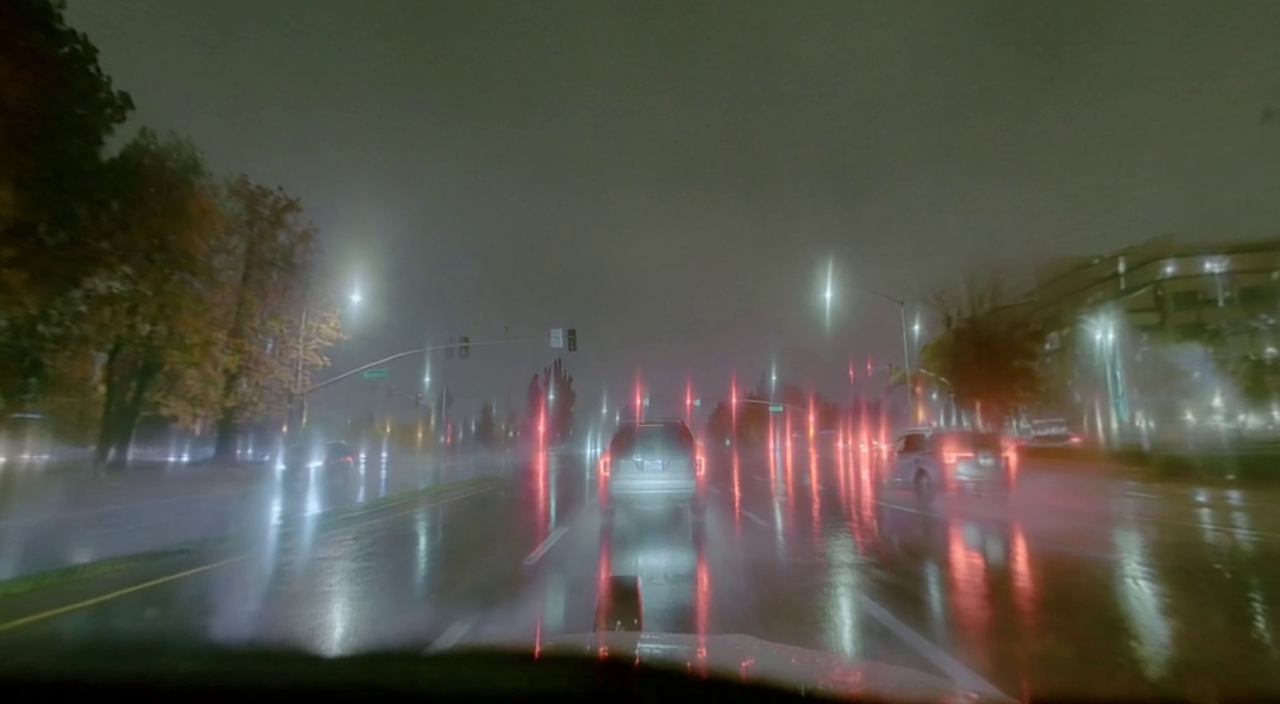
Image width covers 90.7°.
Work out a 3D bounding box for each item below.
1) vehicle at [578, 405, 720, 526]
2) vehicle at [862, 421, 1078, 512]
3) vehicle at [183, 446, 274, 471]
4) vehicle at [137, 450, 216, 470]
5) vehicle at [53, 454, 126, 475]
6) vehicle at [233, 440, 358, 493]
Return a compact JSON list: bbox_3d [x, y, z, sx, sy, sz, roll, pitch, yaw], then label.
[{"bbox_3d":[0.207,2.187,12.611,2.267,1.926,4.708,0,-9,2],"label":"vehicle"},{"bbox_3d":[7.043,2.510,14.248,2.447,1.707,4.396,0,-9,0],"label":"vehicle"},{"bbox_3d":[-30.081,7.778,46.319,5.244,1.715,1.950,0,-9,1],"label":"vehicle"},{"bbox_3d":[-36.283,8.466,49.581,4.647,1.484,1.893,0,-9,1],"label":"vehicle"},{"bbox_3d":[-40.057,8.190,46.132,3.386,1.456,2.024,0,-9,0],"label":"vehicle"},{"bbox_3d":[-11.738,3.912,21.974,2.209,1.627,4.582,1,-9,-7],"label":"vehicle"}]
